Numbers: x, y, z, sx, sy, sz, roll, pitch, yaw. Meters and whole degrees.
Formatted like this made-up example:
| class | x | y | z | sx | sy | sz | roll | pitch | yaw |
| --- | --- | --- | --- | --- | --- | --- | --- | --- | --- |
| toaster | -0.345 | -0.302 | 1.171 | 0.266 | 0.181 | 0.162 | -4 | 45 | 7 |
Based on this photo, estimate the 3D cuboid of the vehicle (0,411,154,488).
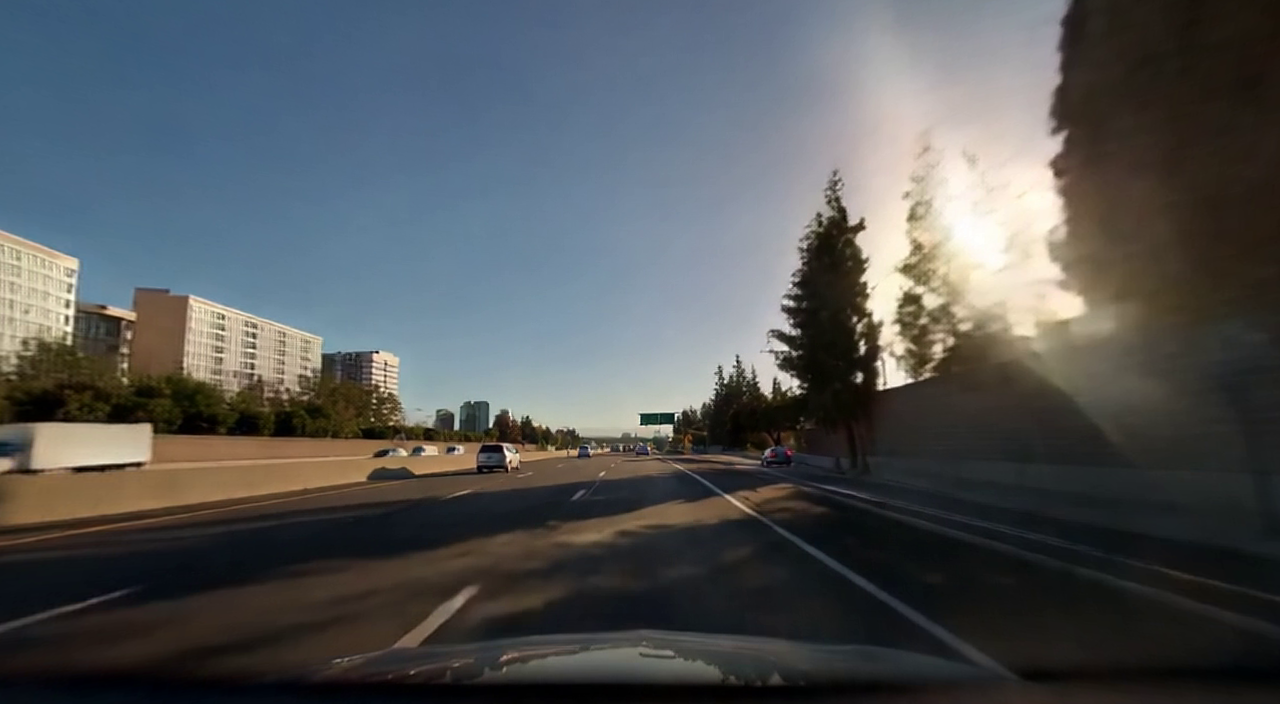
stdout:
| class | x | y | z | sx | sy | sz | roll | pitch | yaw |
| --- | --- | --- | --- | --- | --- | --- | --- | --- | --- |
| vehicle | -32.213 | 5.346 | 34.651 | 2.906 | 3.623 | 9.852 | 0 | -9 | 1 |

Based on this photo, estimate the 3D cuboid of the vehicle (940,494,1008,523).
| class | x | y | z | sx | sy | sz | roll | pitch | yaw |
| --- | --- | --- | --- | --- | --- | --- | --- | --- | --- |
| vehicle | 22.246 | 10.424 | 42.193 | 1.790 | 1.475 | 4.520 | 1 | -9 | -4 |

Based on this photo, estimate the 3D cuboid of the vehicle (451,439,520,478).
| class | x | y | z | sx | sy | sz | roll | pitch | yaw |
| --- | --- | --- | --- | --- | --- | --- | --- | --- | --- |
| vehicle | -7.187 | 4.980 | 29.769 | 2.088 | 1.678 | 4.426 | 0 | -9 | 0 |
